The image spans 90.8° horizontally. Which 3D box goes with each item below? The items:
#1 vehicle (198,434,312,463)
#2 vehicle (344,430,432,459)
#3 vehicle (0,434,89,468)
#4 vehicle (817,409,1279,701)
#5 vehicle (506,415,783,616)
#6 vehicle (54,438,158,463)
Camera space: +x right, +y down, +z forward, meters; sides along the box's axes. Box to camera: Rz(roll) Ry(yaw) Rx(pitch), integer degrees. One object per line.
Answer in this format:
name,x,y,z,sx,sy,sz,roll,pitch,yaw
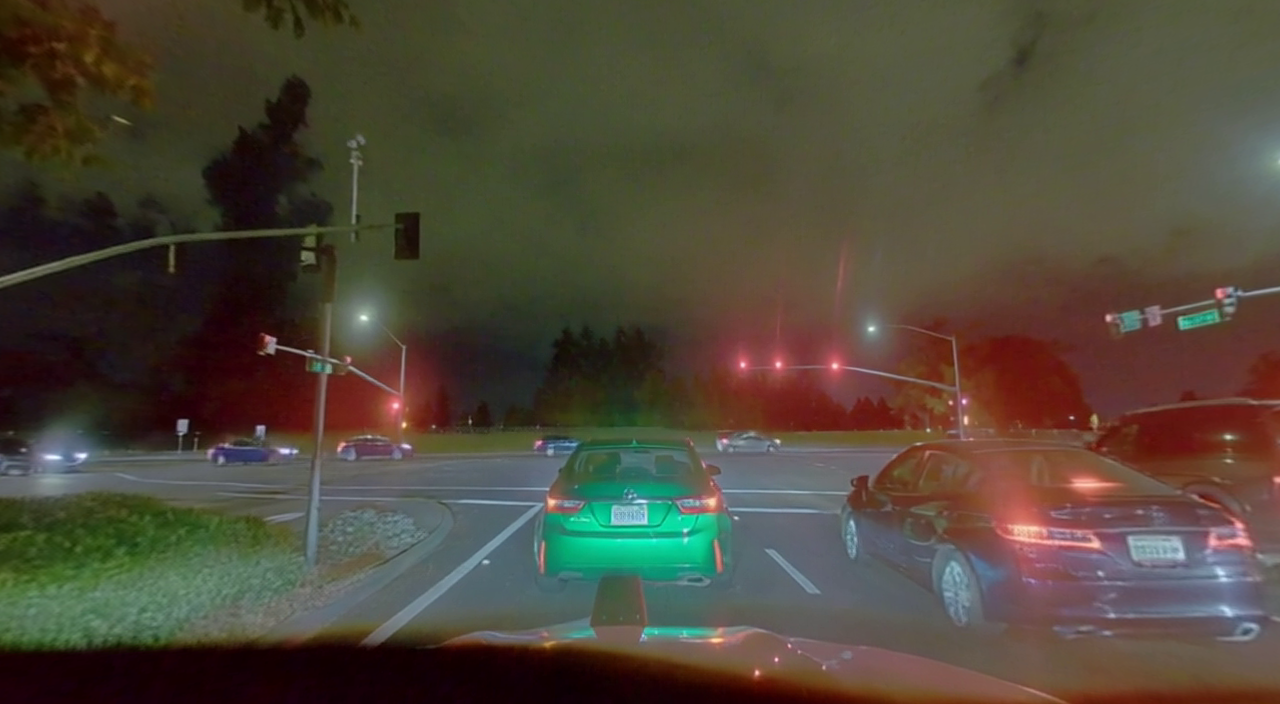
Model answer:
vehicle,-20.672,5.206,34.053,4.869,1.502,1.979,0,-8,3
vehicle,-15.173,5.605,38.239,4.526,1.649,1.920,1,-9,-5
vehicle,-30.497,4.927,31.471,4.517,1.637,1.935,-1,-9,7
vehicle,3.096,1.363,5.478,1.861,1.479,4.371,0,-8,0
vehicle,0.038,1.516,6.787,2.026,1.458,4.175,0,-9,0
vehicle,-32.456,6.013,38.469,4.828,1.467,1.963,-1,-9,7
